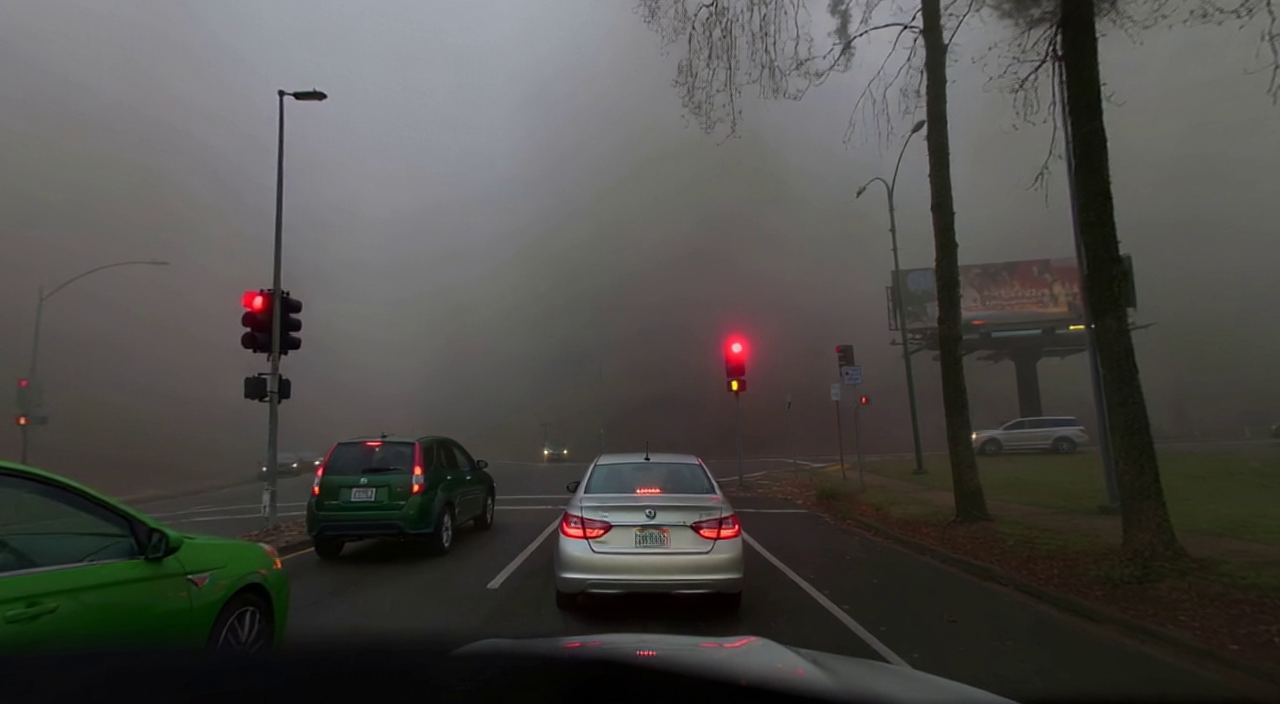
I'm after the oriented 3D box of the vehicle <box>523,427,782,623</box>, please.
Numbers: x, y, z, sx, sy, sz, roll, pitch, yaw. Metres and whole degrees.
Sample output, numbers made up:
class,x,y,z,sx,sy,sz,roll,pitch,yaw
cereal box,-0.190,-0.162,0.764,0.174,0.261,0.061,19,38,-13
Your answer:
class,x,y,z,sx,sy,sz,roll,pitch,yaw
vehicle,0.031,1.591,6.625,1.977,1.467,3.474,0,-9,-2

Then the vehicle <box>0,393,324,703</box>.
class,x,y,z,sx,sy,sz,roll,pitch,yaw
vehicle,-3.146,0.951,2.410,1.808,1.520,3.846,-1,-9,1

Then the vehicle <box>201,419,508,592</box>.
class,x,y,z,sx,sy,sz,roll,pitch,yaw
vehicle,-3.170,1.786,8.126,1.950,1.628,4.082,-1,-9,1
